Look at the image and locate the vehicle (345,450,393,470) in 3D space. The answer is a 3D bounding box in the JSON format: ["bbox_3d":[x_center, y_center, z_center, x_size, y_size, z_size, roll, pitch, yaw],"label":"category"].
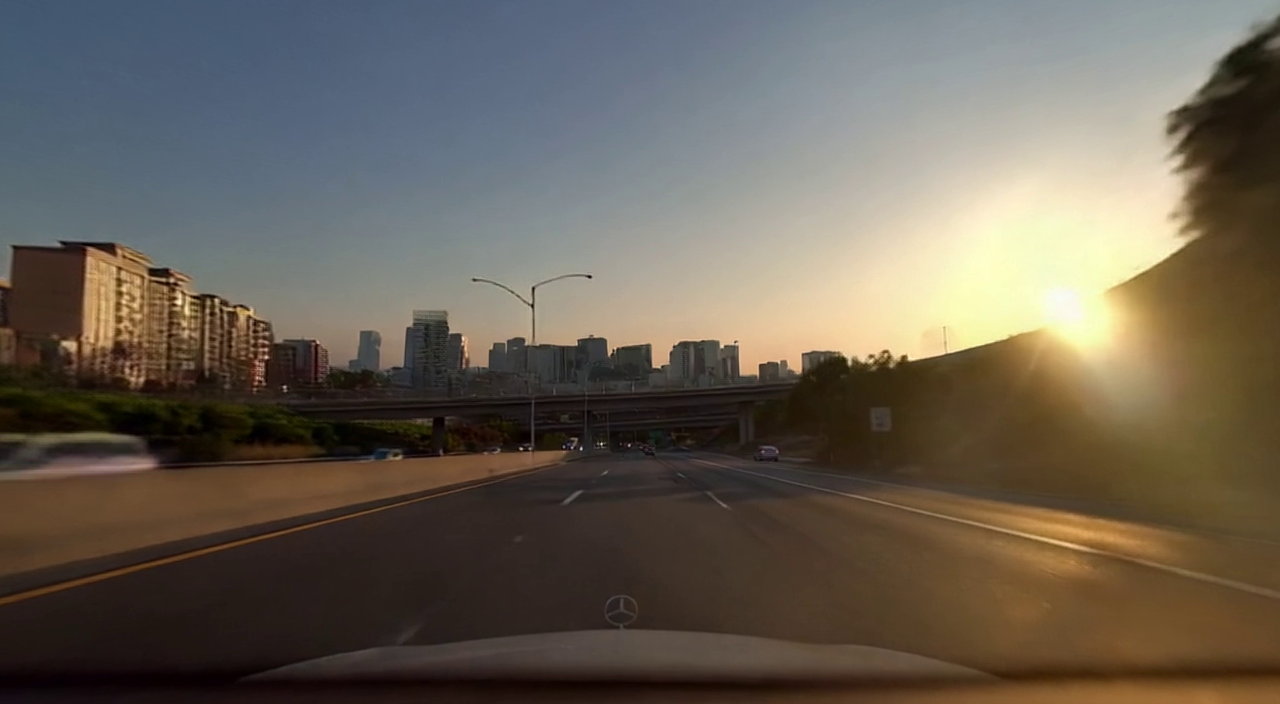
[{"bbox_3d":[-21.311,8.505,49.843,1.986,1.520,4.053,0,-9,0],"label":"vehicle"}]
